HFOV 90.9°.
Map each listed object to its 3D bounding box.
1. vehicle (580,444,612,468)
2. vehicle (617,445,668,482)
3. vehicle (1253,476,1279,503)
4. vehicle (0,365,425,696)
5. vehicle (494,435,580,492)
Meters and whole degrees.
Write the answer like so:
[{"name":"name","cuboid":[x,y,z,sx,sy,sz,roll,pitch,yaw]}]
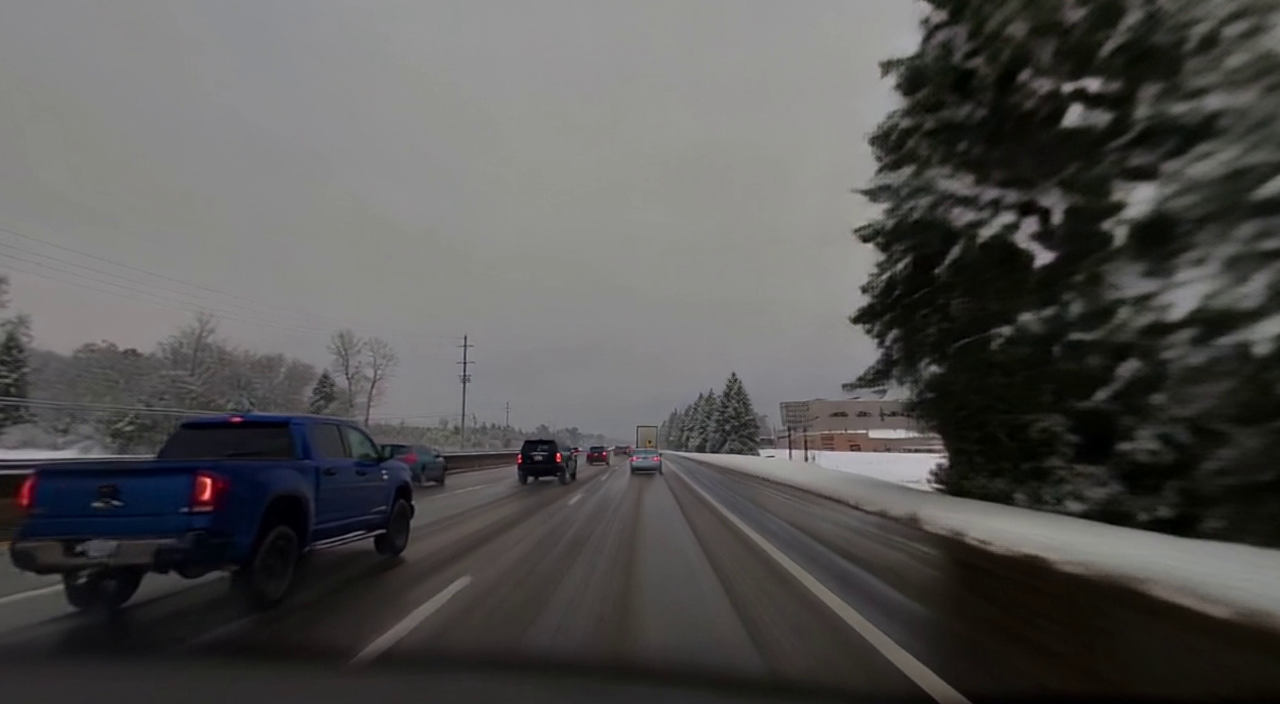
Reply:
[{"name":"vehicle","cuboid":[-3.280,7.894,48.029,1.993,1.717,4.321,-1,-8,2]},{"name":"vehicle","cuboid":[0.106,4.809,27.580,2.047,1.473,3.978,0,-8,0]},{"name":"vehicle","cuboid":[39.774,8.550,39.230,4.203,1.418,1.942,8,-12,-42]},{"name":"vehicle","cuboid":[-4.190,1.391,6.277,2.198,1.848,5.346,0,-8,0]},{"name":"vehicle","cuboid":[-3.473,3.867,22.264,2.133,1.789,4.518,-1,-8,2]}]
